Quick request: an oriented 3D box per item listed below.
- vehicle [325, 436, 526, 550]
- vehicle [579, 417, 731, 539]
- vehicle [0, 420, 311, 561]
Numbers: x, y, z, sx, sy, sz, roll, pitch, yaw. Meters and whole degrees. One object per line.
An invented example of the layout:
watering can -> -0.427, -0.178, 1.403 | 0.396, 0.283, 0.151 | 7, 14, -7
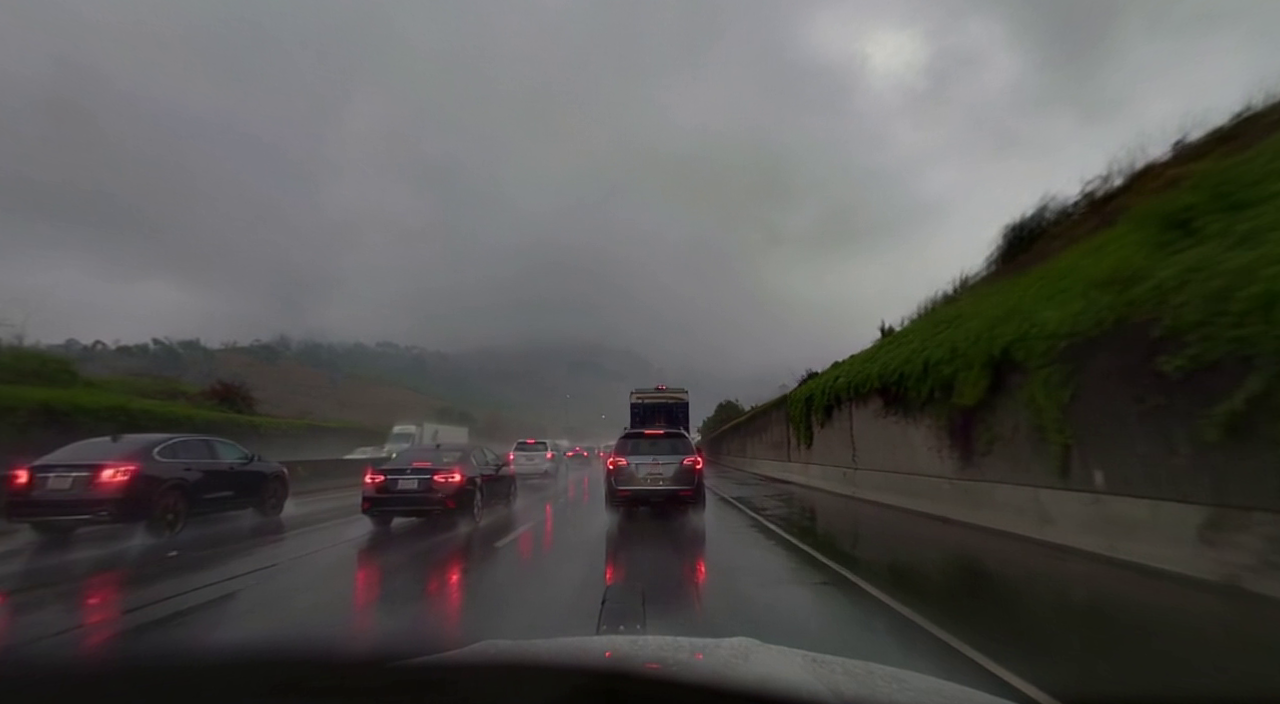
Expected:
vehicle -> -3.254, 2.202, 10.512 | 1.917, 1.506, 3.949 | 0, -9, 1
vehicle -> 0.179, 2.259, 11.951 | 2.210, 1.760, 5.303 | 0, -9, -1
vehicle -> -7.469, 2.045, 10.024 | 1.986, 1.700, 4.558 | 0, -9, 0
